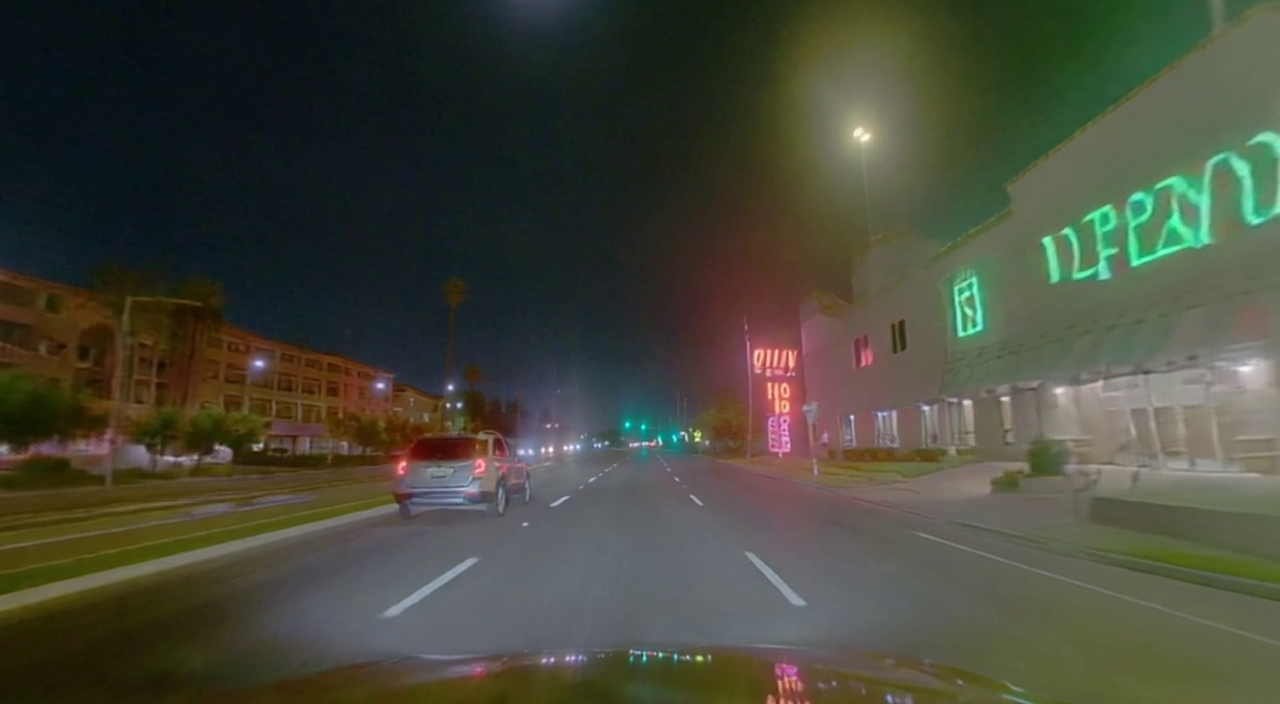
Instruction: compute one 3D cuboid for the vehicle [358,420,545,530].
[{"bbox_3d":[-3.295,2.245,12.183,2.062,1.693,4.669,0,-8,1],"label":"vehicle"}]
